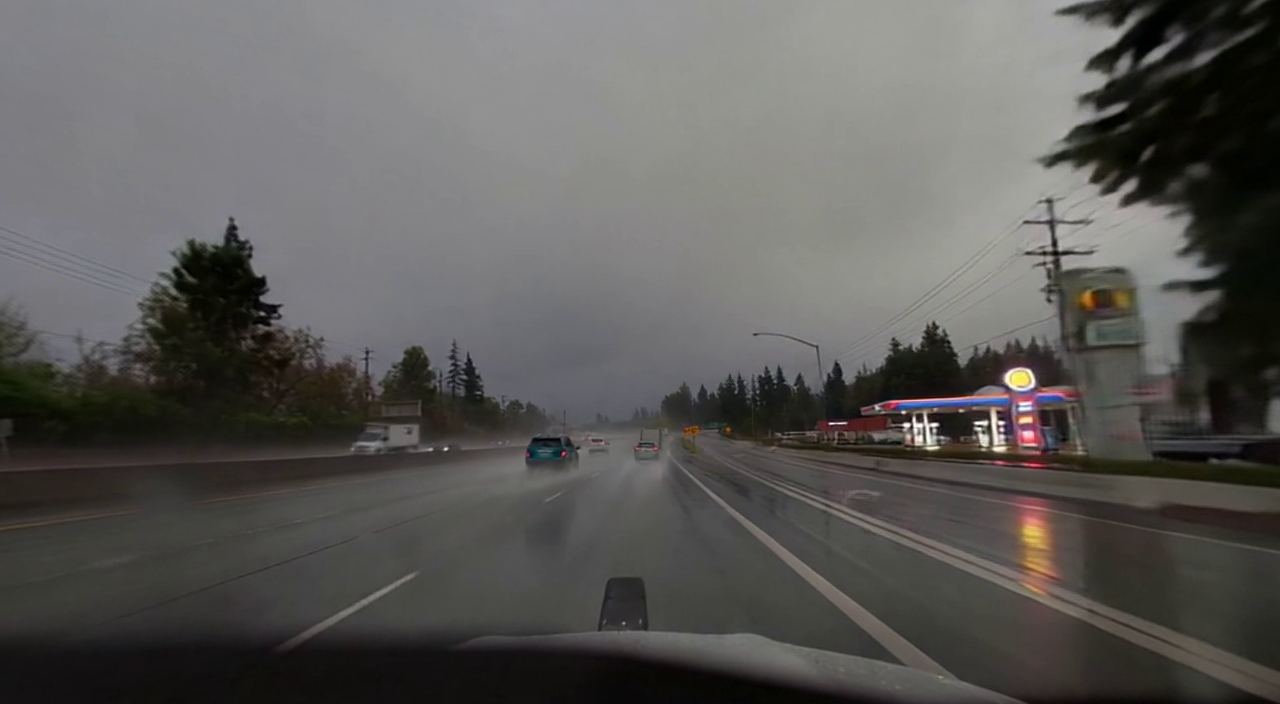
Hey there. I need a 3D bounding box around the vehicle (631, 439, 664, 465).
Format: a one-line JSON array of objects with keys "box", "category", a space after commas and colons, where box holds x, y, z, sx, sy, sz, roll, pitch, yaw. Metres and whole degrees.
[{"box": [0.441, 6.381, 40.265, 1.982, 1.524, 3.800, 1, -8, -1], "category": "vehicle"}]

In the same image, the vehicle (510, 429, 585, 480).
[{"box": [-3.697, 4.193, 26.072, 2.273, 1.884, 4.515, 0, -8, 2], "category": "vehicle"}]
